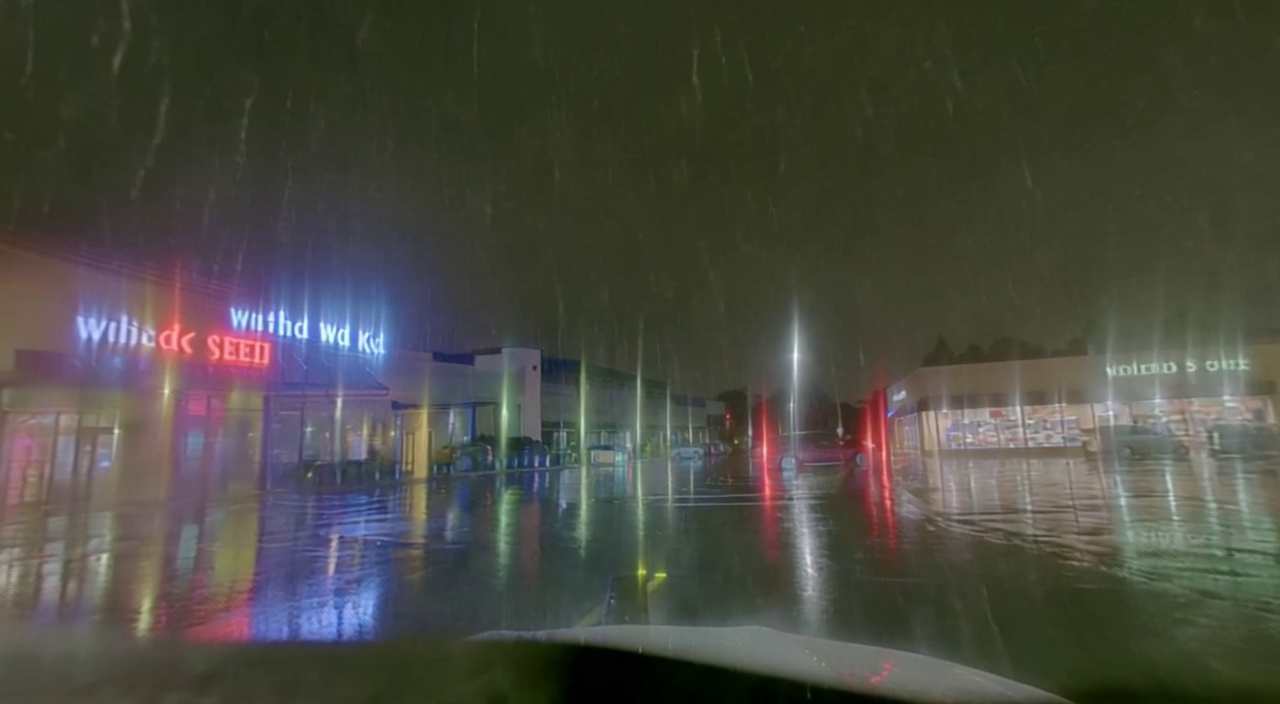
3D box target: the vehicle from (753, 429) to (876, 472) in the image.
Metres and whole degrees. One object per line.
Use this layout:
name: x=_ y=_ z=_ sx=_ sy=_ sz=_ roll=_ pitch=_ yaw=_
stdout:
vehicle: x=7.383 y=4.184 z=26.765 sx=4.706 sy=1.663 sz=1.993 roll=-4 pitch=-9 yaw=26

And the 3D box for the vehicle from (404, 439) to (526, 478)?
vehicle: x=-7.654 y=4.655 z=27.732 sx=4.814 sy=1.618 sz=1.869 roll=-2 pitch=-9 yaw=11
